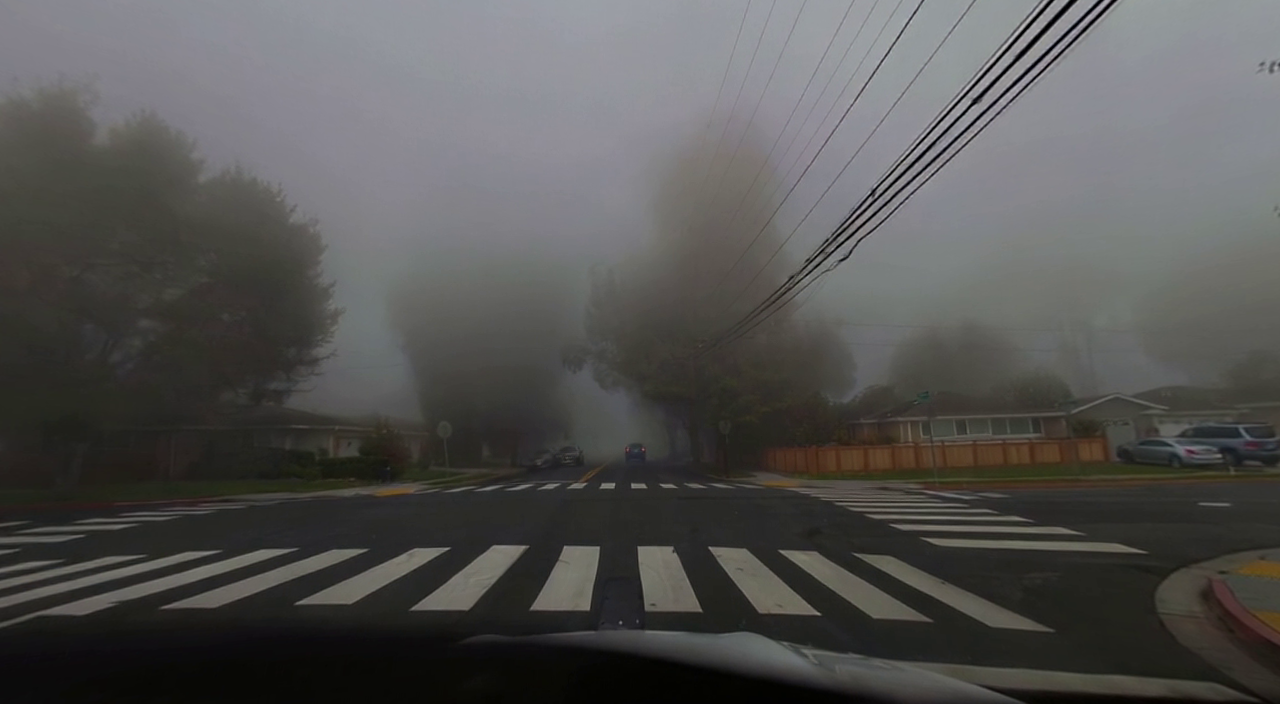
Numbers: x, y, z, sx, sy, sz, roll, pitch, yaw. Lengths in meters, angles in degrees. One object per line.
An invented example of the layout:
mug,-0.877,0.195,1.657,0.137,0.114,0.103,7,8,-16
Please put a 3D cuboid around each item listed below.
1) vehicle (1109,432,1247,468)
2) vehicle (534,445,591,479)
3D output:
vehicle,23.436,4.291,27.801,1.841,1.448,4.688,0,-9,-2
vehicle,-3.610,5.197,30.156,2.102,1.463,4.024,0,-9,1
